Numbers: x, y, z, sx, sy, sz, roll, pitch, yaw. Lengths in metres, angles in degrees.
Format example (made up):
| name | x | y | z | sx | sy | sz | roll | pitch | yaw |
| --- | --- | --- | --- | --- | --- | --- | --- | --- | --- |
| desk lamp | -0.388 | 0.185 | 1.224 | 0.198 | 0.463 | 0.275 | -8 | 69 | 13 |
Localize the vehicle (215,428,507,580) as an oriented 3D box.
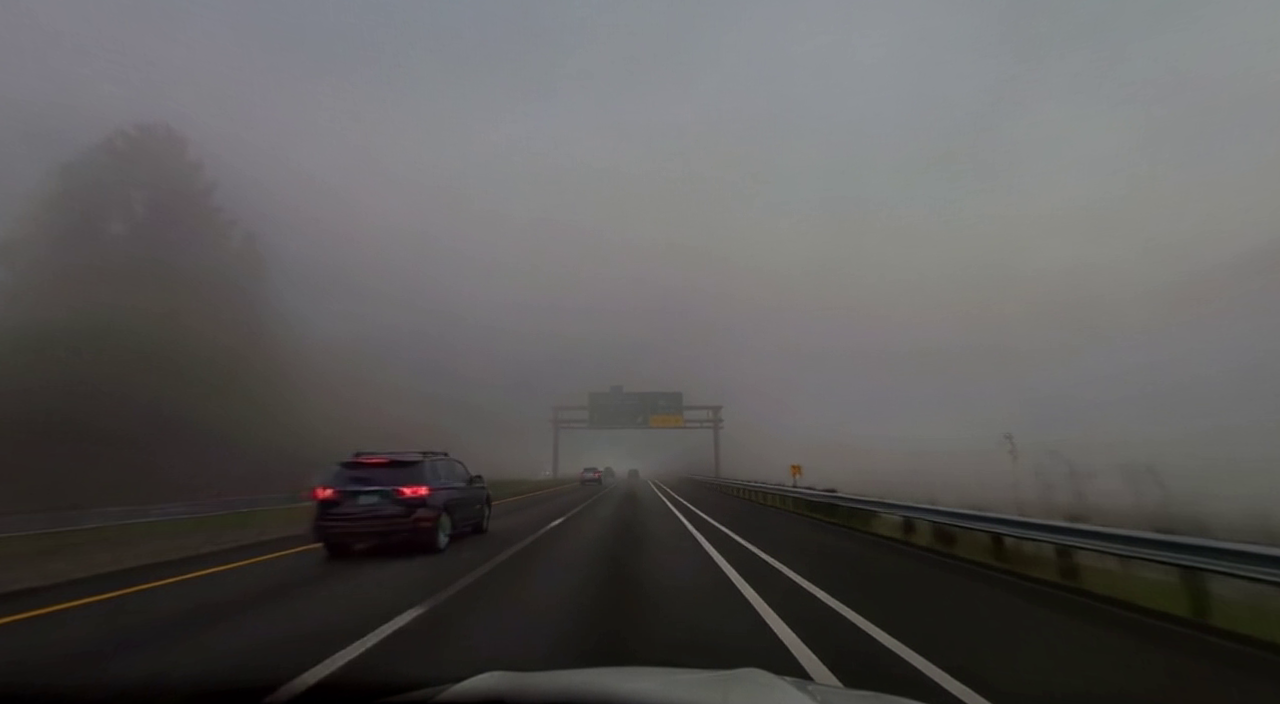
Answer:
| name | x | y | z | sx | sy | sz | roll | pitch | yaw |
| --- | --- | --- | --- | --- | --- | --- | --- | --- | --- |
| vehicle | -4.046 | 2.407 | 10.718 | 2.254 | 1.809 | 5.839 | 1 | -10 | 0 |
